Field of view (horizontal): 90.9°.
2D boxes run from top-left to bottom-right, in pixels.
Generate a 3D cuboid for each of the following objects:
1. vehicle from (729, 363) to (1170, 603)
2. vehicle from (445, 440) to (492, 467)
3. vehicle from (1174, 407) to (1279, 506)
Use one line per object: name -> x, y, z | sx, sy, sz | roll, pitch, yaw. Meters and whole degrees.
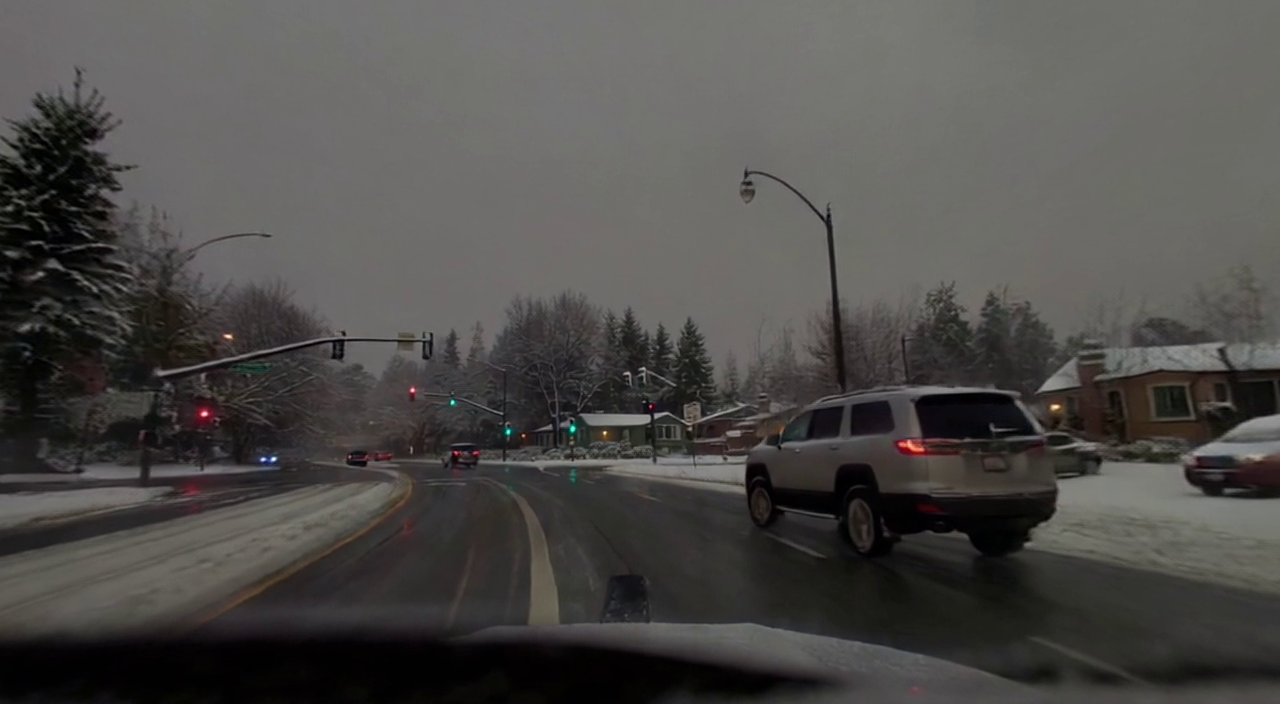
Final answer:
vehicle -> 3.201, 1.542, 8.431 | 2.338, 2.063, 5.592 | 1, -9, -10
vehicle -> -11.551, 6.778, 42.245 | 2.138, 1.729, 4.178 | 4, -10, -27
vehicle -> 13.385, 1.907, 12.096 | 4.656, 1.710, 1.950 | -1, -9, -7
